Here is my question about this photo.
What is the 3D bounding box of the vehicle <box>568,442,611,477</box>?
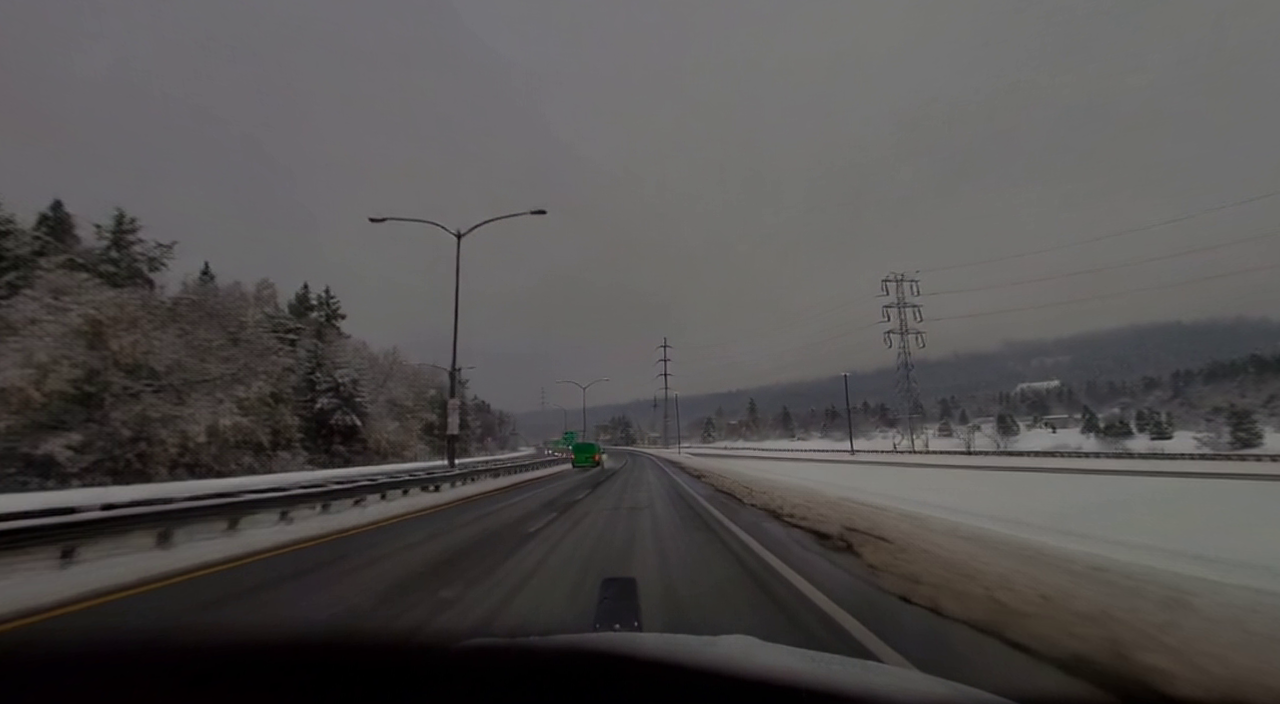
[{"bbox_3d":[-3.027,6.612,38.878,2.270,2.023,4.632,0,-9,0],"label":"vehicle"}]
